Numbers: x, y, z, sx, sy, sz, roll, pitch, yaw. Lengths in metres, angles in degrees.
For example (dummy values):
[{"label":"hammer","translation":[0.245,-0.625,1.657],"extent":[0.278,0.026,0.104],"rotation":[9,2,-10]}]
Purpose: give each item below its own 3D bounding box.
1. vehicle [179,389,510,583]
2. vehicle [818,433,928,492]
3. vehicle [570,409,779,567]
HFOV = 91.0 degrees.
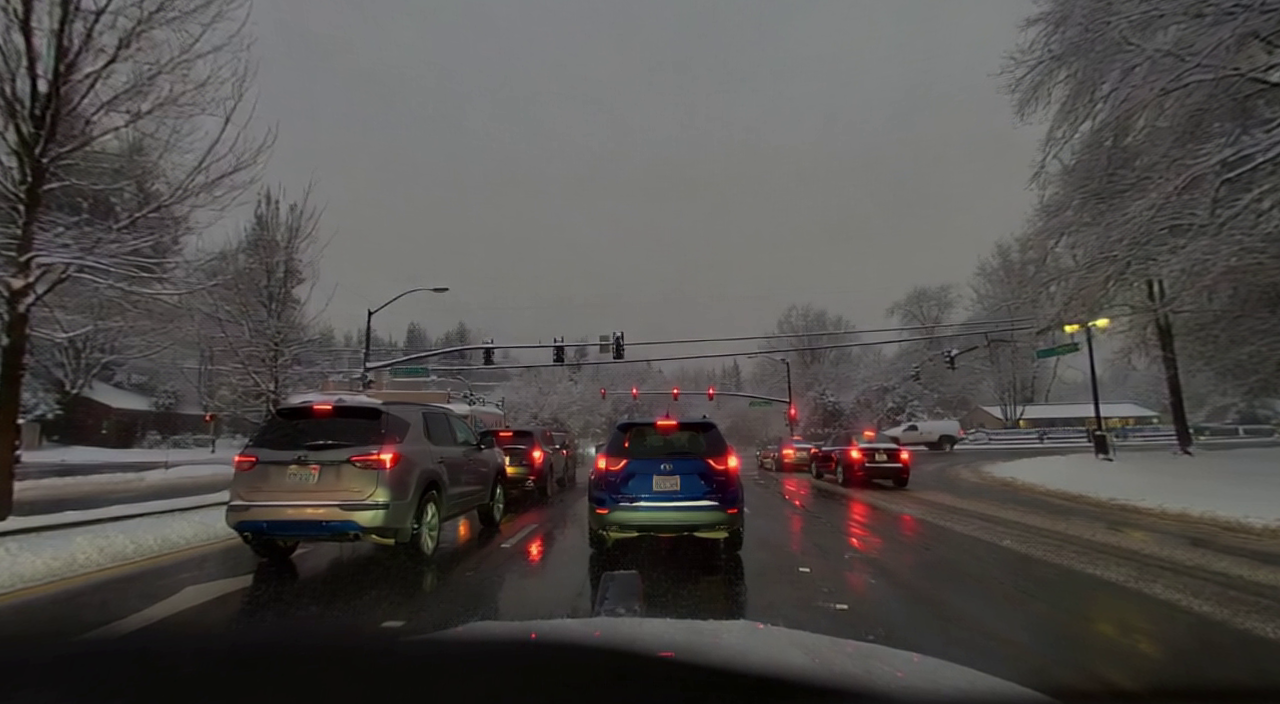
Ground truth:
[{"label":"vehicle","translation":[-3.243,1.577,8.174],"extent":[2.085,1.812,4.388],"rotation":[0,-8,1]},{"label":"vehicle","translation":[7.077,3.386,19.627],"extent":[2.067,1.599,4.251],"rotation":[-1,-8,4]},{"label":"vehicle","translation":[0.386,1.744,8.774],"extent":[2.189,1.649,4.171],"rotation":[0,-8,1]}]
